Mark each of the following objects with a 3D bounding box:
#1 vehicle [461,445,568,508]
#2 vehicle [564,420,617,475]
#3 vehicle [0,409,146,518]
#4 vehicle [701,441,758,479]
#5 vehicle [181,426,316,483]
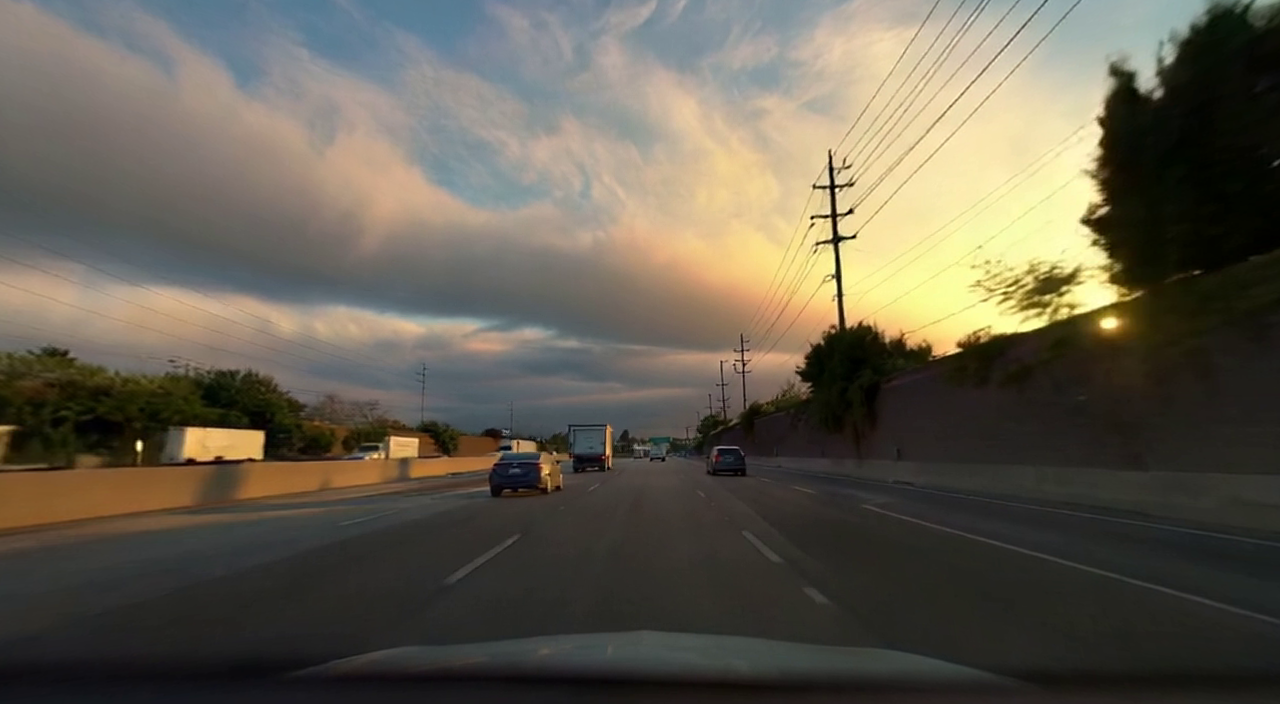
[{"bbox_3d":[-3.229,3.294,17.117,2.004,1.498,4.043,0,-9,1],"label":"vehicle"},{"bbox_3d":[-3.028,6.146,40.487,2.632,3.153,6.879,0,-9,1],"label":"vehicle"},{"bbox_3d":[-15.567,2.602,14.772,2.430,2.421,6.683,0,-9,1],"label":"vehicle"},{"bbox_3d":[4.533,5.542,32.670,2.214,1.799,4.627,0,-9,-1],"label":"vehicle"},{"bbox_3d":[-19.440,5.147,31.883,2.216,2.563,6.917,0,-9,1],"label":"vehicle"}]
